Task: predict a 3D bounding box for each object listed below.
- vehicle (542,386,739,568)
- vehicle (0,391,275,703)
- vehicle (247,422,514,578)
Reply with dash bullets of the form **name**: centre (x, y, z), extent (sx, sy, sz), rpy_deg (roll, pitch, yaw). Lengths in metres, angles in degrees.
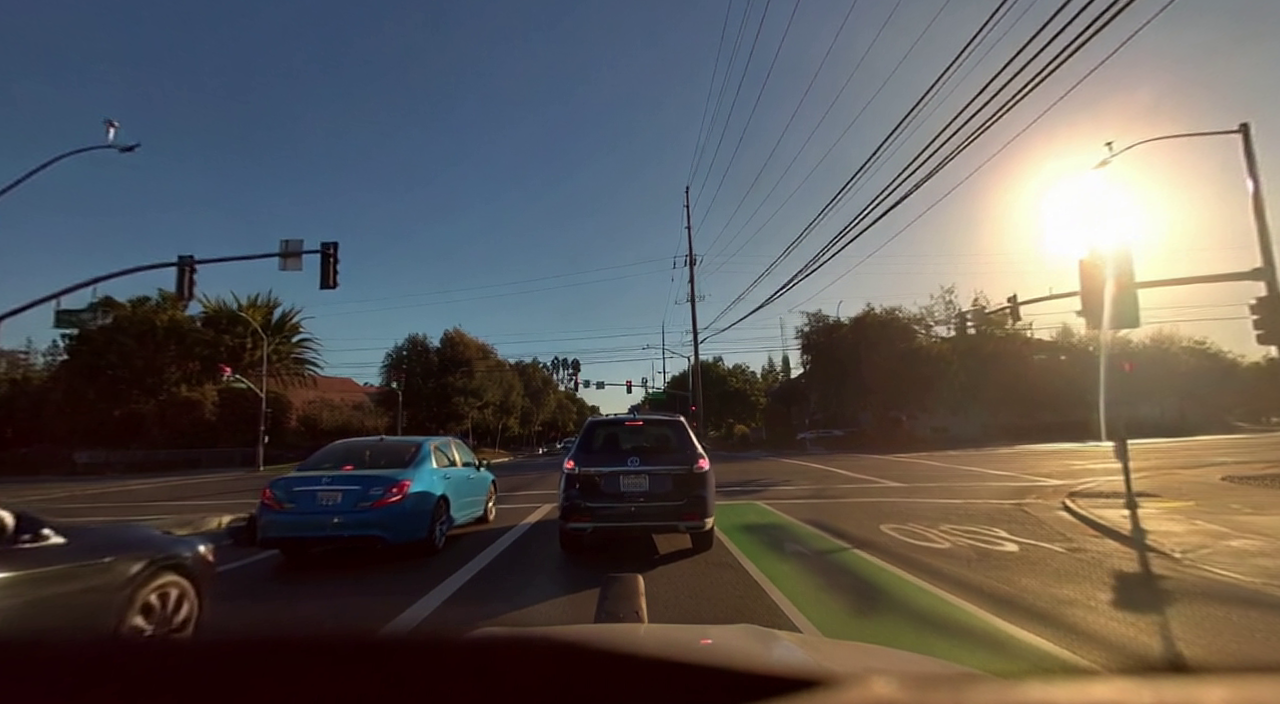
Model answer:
- **vehicle**: centre (-0.035, 1.715, 9.228), extent (2.036, 1.885, 5.196), rpy_deg (0, -9, -1)
- **vehicle**: centre (-3.480, 0.775, 1.464), extent (2.138, 1.488, 5.327), rpy_deg (0, -7, -1)
- **vehicle**: centre (-2.925, 1.758, 8.156), extent (1.726, 1.506, 3.840), rpy_deg (0, -9, 1)
